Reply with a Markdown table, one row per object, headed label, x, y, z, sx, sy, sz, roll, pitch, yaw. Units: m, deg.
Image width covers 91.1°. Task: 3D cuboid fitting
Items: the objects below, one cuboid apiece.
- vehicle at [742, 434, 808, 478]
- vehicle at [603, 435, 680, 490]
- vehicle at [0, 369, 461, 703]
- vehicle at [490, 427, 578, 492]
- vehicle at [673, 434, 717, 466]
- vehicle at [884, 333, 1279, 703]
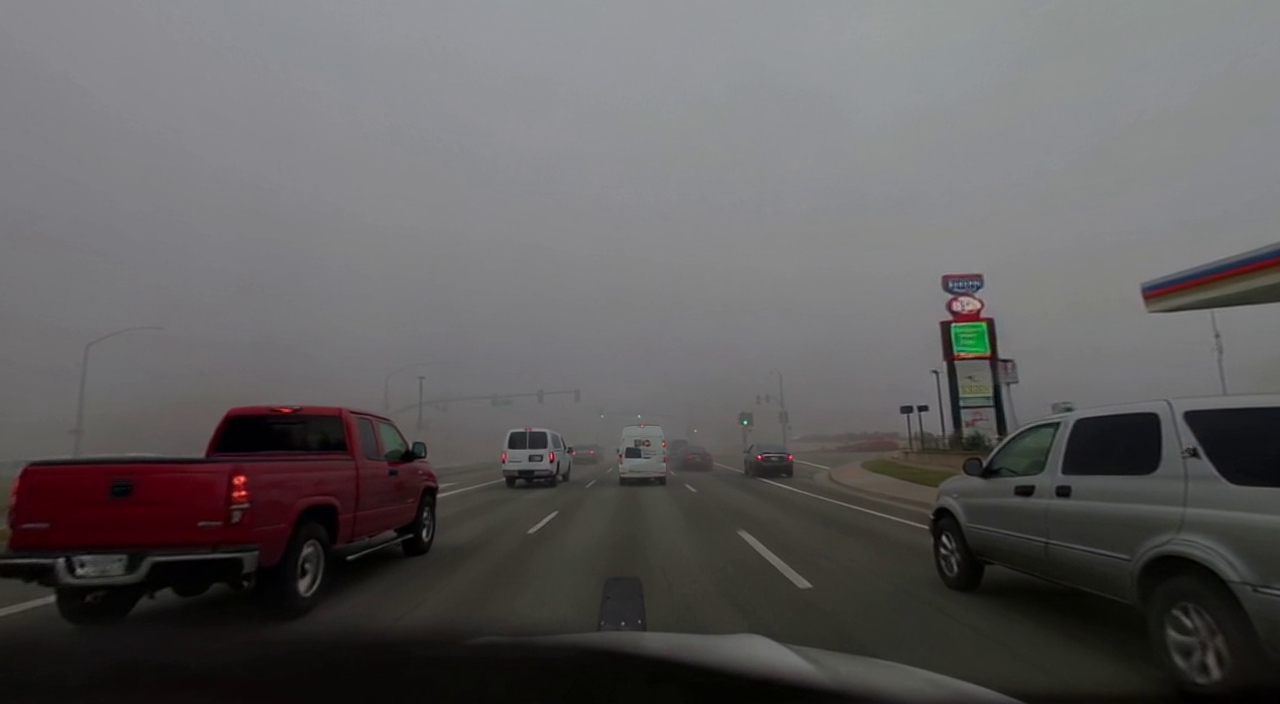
| label | x | y | z | sx | sy | sz | roll | pitch | yaw |
| --- | --- | --- | --- | --- | --- | --- | --- | --- | --- |
| vehicle | 5.681 | 4.417 | 27.001 | 2.119 | 1.696 | 4.623 | -1 | -8 | 4 |
| vehicle | 0.078 | 3.892 | 22.644 | 2.426 | 1.703 | 5.602 | 0 | -8 | 1 |
| vehicle | -3.477 | 1.336 | 5.860 | 2.002 | 1.747 | 5.173 | 0 | -8 | 1 |
| vehicle | -3.456 | 3.630 | 21.541 | 2.025 | 1.936 | 4.995 | 0 | -8 | 1 |
| vehicle | 3.335 | 6.069 | 39.019 | 2.193 | 1.795 | 5.130 | 0 | -8 | 0 |
| vehicle | 3.585 | 1.063 | 4.084 | 2.055 | 1.786 | 4.817 | 0 | -8 | 0 |
